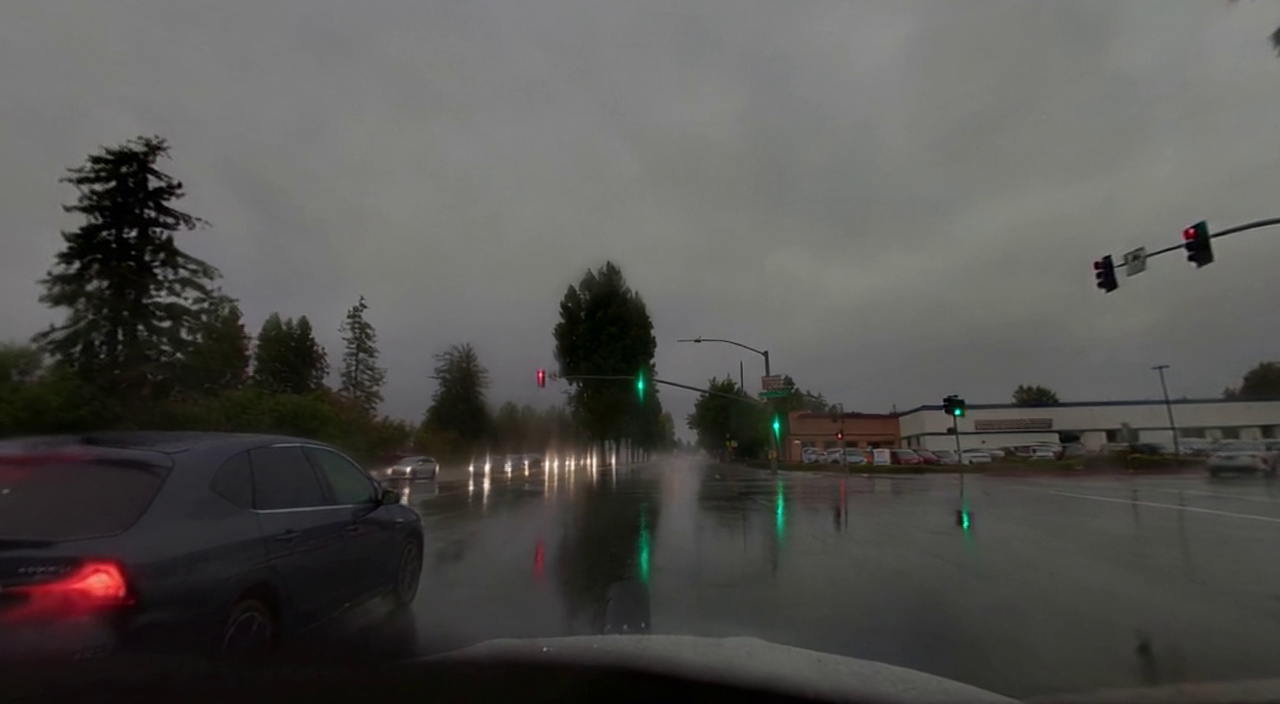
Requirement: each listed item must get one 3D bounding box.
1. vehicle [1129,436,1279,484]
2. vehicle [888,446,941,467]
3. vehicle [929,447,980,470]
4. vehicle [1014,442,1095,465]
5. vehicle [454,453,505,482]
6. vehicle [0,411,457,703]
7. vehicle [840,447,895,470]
[{"bbox_3d":[19.439,3.596,21.097,4.552,1.492,2.002,1,-9,-5],"label":"vehicle"},{"bbox_3d":[19.581,7.392,44.833,1.945,1.434,4.293,-8,-12,44],"label":"vehicle"},{"bbox_3d":[21.619,7.257,43.189,1.930,1.410,4.313,-8,-11,42],"label":"vehicle"},{"bbox_3d":[30.335,7.415,46.169,4.678,1.558,1.883,1,-9,-5],"label":"vehicle"},{"bbox_3d":[-10.496,7.545,41.582,1.905,1.724,4.449,-1,-8,4],"label":"vehicle"},{"bbox_3d":[-2.847,1.217,3.848,1.924,1.482,4.734,0,-8,1],"label":"vehicle"},{"bbox_3d":[17.171,7.983,47.352,2.060,1.445,4.712,-9,-11,43],"label":"vehicle"}]
